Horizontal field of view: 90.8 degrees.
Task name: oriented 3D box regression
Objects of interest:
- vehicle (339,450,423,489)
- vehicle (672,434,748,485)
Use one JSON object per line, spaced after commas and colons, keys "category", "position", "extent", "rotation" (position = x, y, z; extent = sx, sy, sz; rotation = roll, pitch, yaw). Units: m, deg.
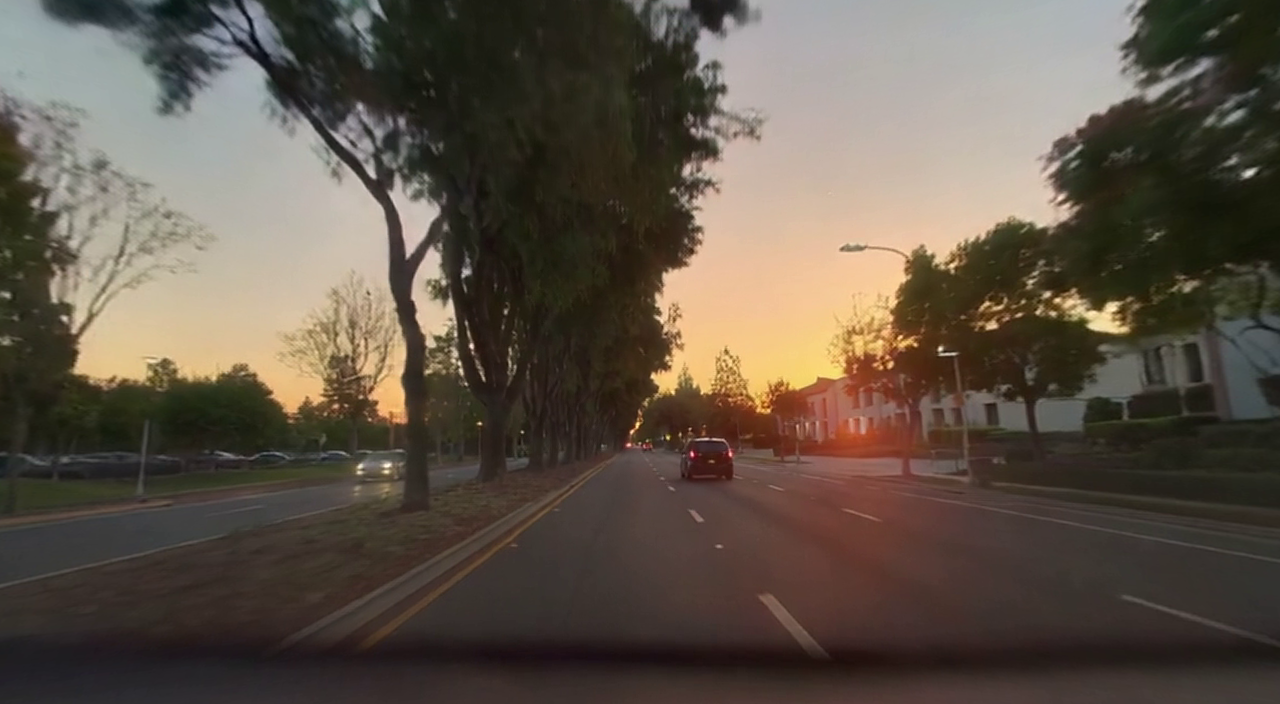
{"category": "vehicle", "position": [-12.228, 5.536, 30.211], "extent": [1.888, 1.615, 5.012], "rotation": [0, -8, 0]}
{"category": "vehicle", "position": [2.566, 4.088, 24.301], "extent": [2.240, 1.740, 4.605], "rotation": [0, -8, -2]}
